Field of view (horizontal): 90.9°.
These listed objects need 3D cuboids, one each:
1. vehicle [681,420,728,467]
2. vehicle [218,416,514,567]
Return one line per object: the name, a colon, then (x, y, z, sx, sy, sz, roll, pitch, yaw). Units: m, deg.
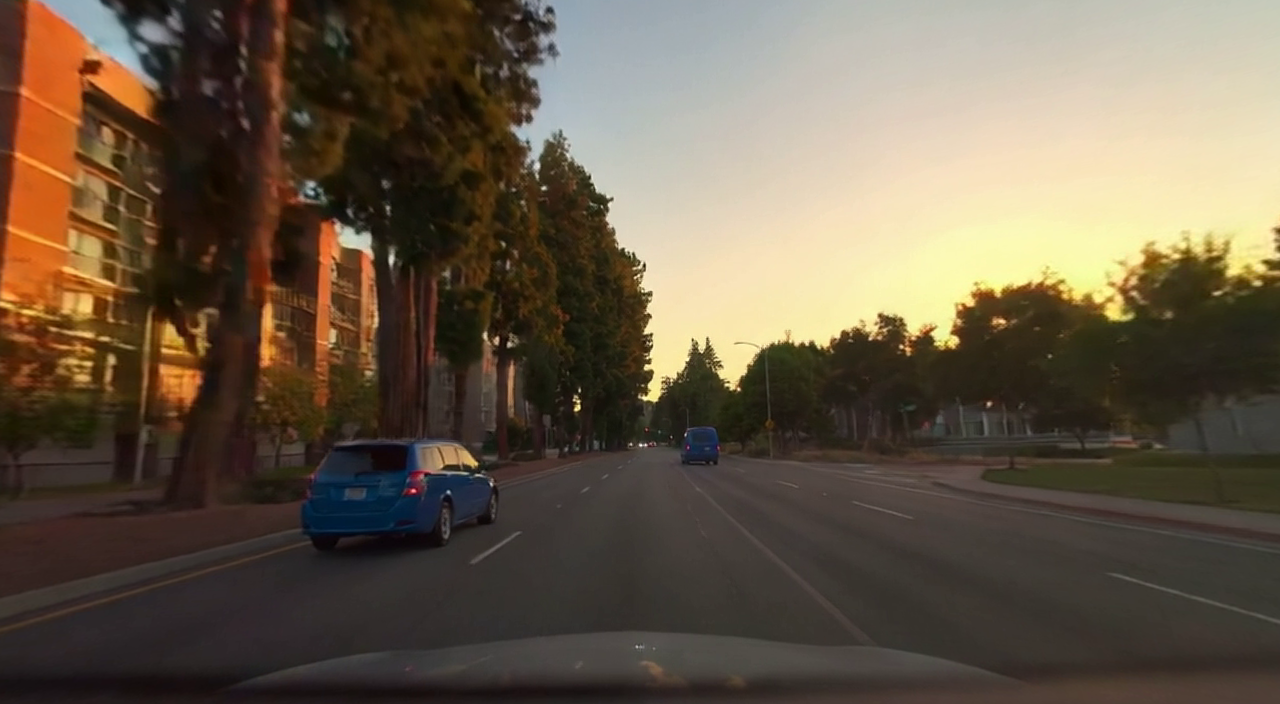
vehicle: (3.896, 5.723, 39.364, 2.349, 2.671, 5.744, 0, -9, 0)
vehicle: (-3.411, 1.842, 9.103, 2.129, 1.602, 4.532, 0, -9, 1)
